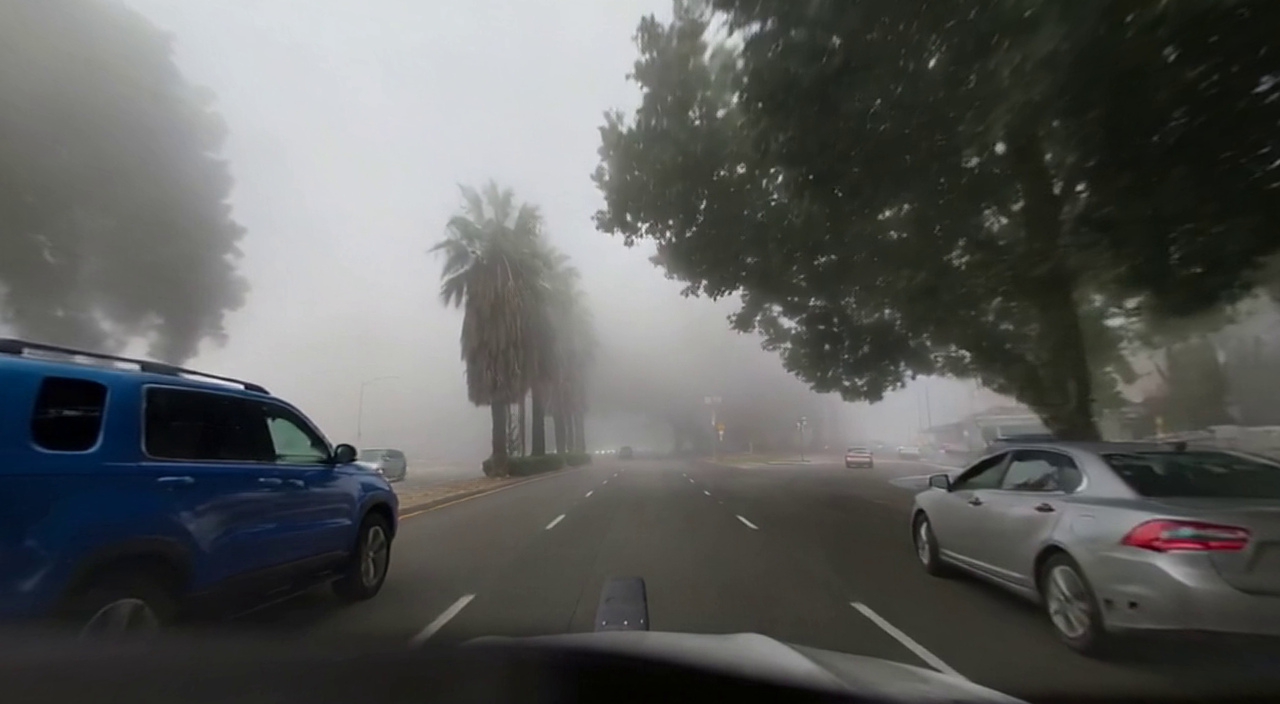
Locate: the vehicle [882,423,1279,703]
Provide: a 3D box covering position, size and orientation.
[{"bbox_3d":[3.789,1.405,5.172,1.978,1.455,4.582,-1,-9,3],"label":"vehicle"}]

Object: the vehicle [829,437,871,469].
[{"bbox_3d":[13.033,6.198,38.861,2.180,1.808,4.462,-3,-9,20],"label":"vehicle"}]

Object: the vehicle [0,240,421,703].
[{"bbox_3d":[-3.314,0.900,4.051,2.152,1.987,4.527,0,-9,0],"label":"vehicle"}]
